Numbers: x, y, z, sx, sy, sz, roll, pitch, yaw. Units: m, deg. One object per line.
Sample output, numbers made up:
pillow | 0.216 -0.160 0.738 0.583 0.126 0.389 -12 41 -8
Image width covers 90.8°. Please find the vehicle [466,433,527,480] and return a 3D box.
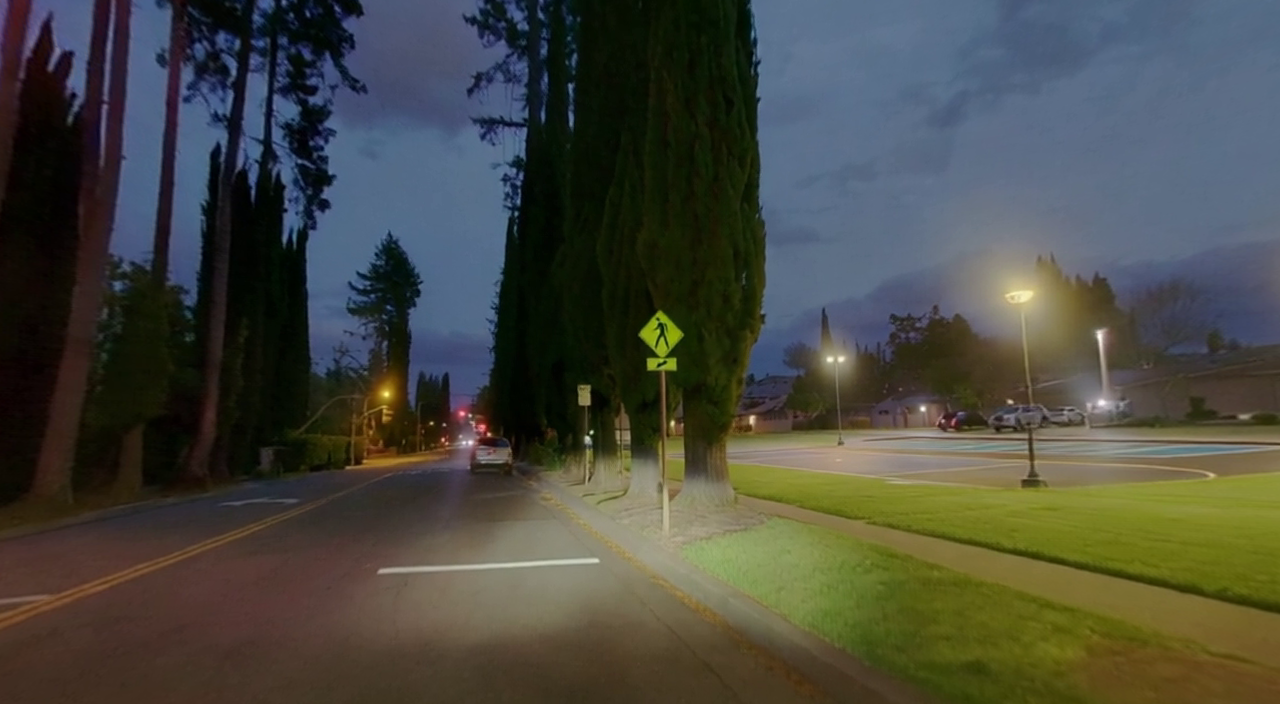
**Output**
vehicle | -5.965 4.270 26.056 2.204 1.776 4.262 2 -9 -14

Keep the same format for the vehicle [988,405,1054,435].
vehicle | 23.413 4.206 38.780 4.481 1.634 1.973 7 -11 -39

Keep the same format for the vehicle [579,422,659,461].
vehicle | -1.147 5.110 36.447 1.954 1.696 4.390 -8 -5 42

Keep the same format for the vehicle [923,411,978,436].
vehicle | 22.084 5.105 44.835 4.245 1.601 1.912 7 -12 -41
